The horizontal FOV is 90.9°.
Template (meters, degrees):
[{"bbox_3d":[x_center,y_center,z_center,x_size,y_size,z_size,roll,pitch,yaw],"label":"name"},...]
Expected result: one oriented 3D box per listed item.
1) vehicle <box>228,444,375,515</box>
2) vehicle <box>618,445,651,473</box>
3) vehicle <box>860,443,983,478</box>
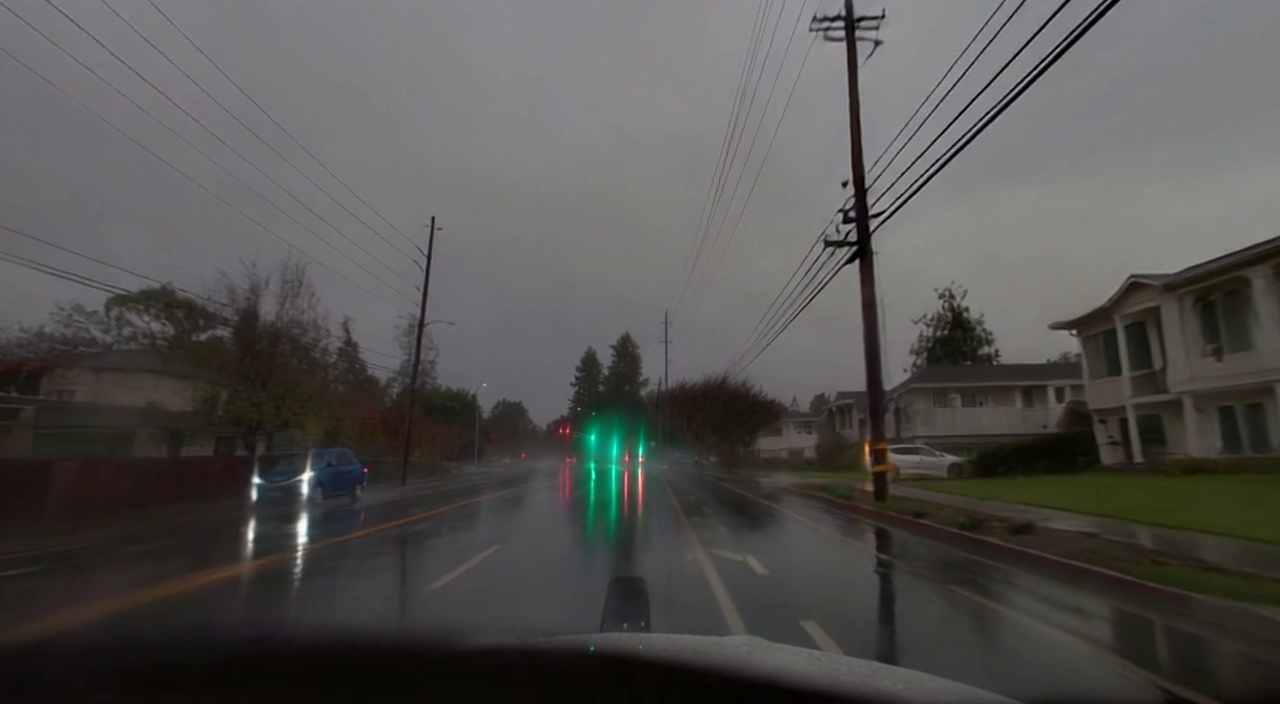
[{"bbox_3d":[-11.066,4.129,21.184,1.998,2.047,5.167,0,-8,1],"label":"vehicle"},{"bbox_3d":[-0.391,7.945,47.052,2.284,1.741,4.702,2,-8,1],"label":"vehicle"},{"bbox_3d":[12.759,4.933,28.764,4.648,1.511,1.919,0,-8,-2],"label":"vehicle"}]
